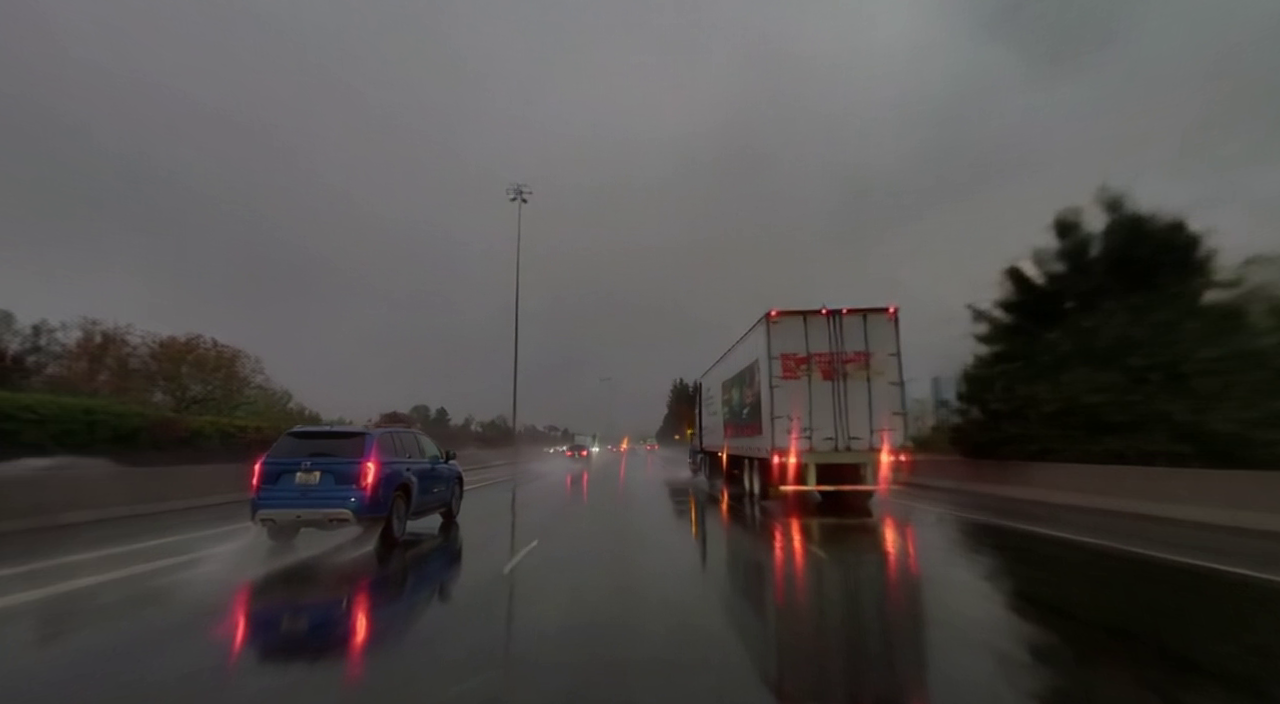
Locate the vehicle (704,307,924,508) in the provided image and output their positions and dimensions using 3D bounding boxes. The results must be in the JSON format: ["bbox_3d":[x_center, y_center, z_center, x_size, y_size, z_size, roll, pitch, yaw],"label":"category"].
[{"bbox_3d":[4.325,2.185,20.162,2.998,4.236,13.886,0,-9,0],"label":"vehicle"}]

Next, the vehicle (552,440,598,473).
[{"bbox_3d":[-3.620,5.906,35.748,2.139,1.716,4.530,0,-9,0],"label":"vehicle"}]

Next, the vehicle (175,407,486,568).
[{"bbox_3d":[-3.992,1.854,9.320,2.202,1.760,4.617,0,-9,1],"label":"vehicle"}]
